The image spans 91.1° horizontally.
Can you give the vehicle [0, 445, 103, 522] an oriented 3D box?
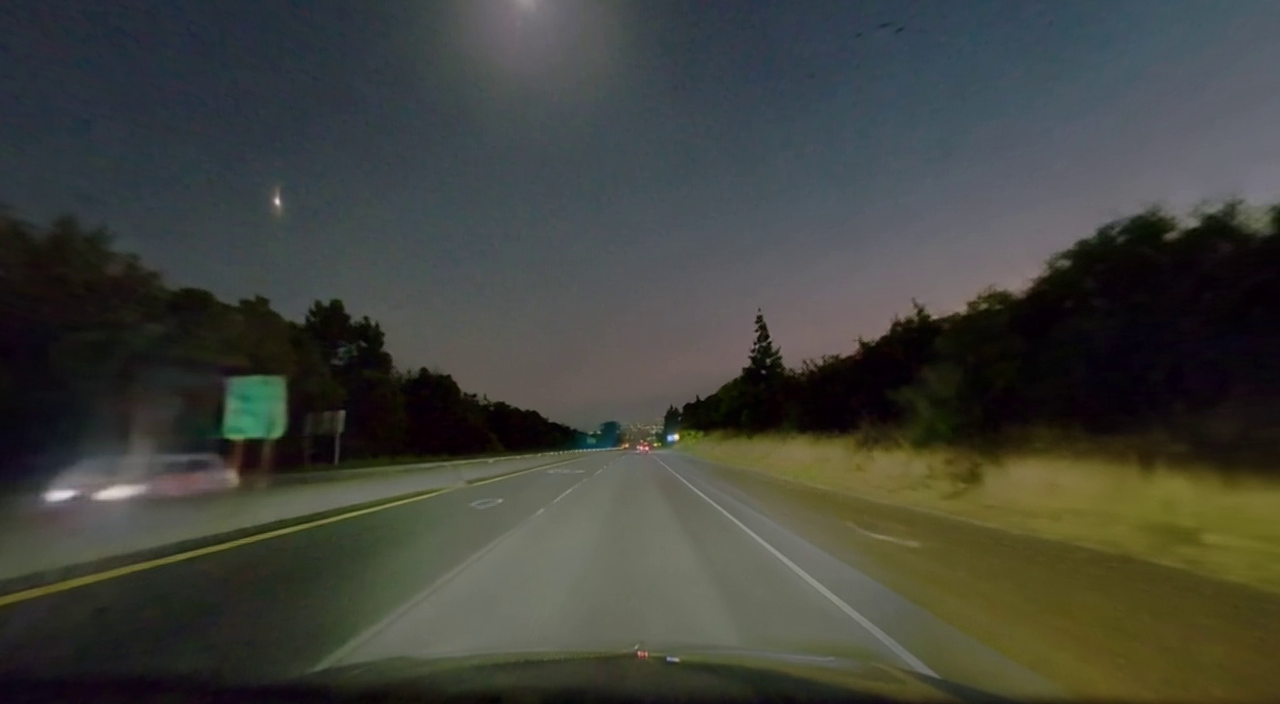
[{"bbox_3d":[-14.558,2.850,13.660,1.918,1.609,4.302,0,-8,0],"label":"vehicle"}]
